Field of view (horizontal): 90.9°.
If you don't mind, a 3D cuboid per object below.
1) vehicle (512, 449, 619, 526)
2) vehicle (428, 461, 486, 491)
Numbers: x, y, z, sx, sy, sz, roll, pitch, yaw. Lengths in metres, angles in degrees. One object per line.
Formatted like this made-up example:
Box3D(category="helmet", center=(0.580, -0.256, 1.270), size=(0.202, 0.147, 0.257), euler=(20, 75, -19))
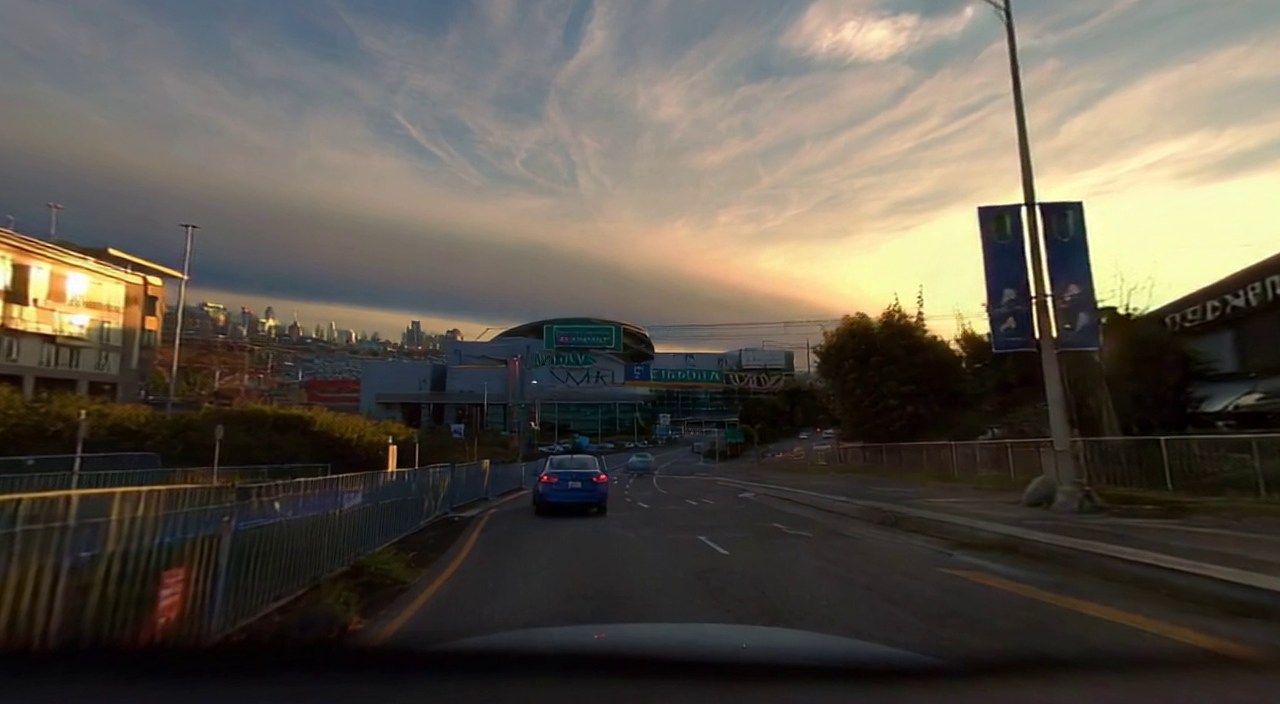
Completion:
Box3D(category="vehicle", center=(-1.660, 2.942, 14.259), size=(2.063, 1.442, 3.933), euler=(1, -9, -7))
Box3D(category="vehicle", center=(-10.105, 6.872, 35.073), size=(1.854, 1.472, 3.728), euler=(-1, -9, 4))
